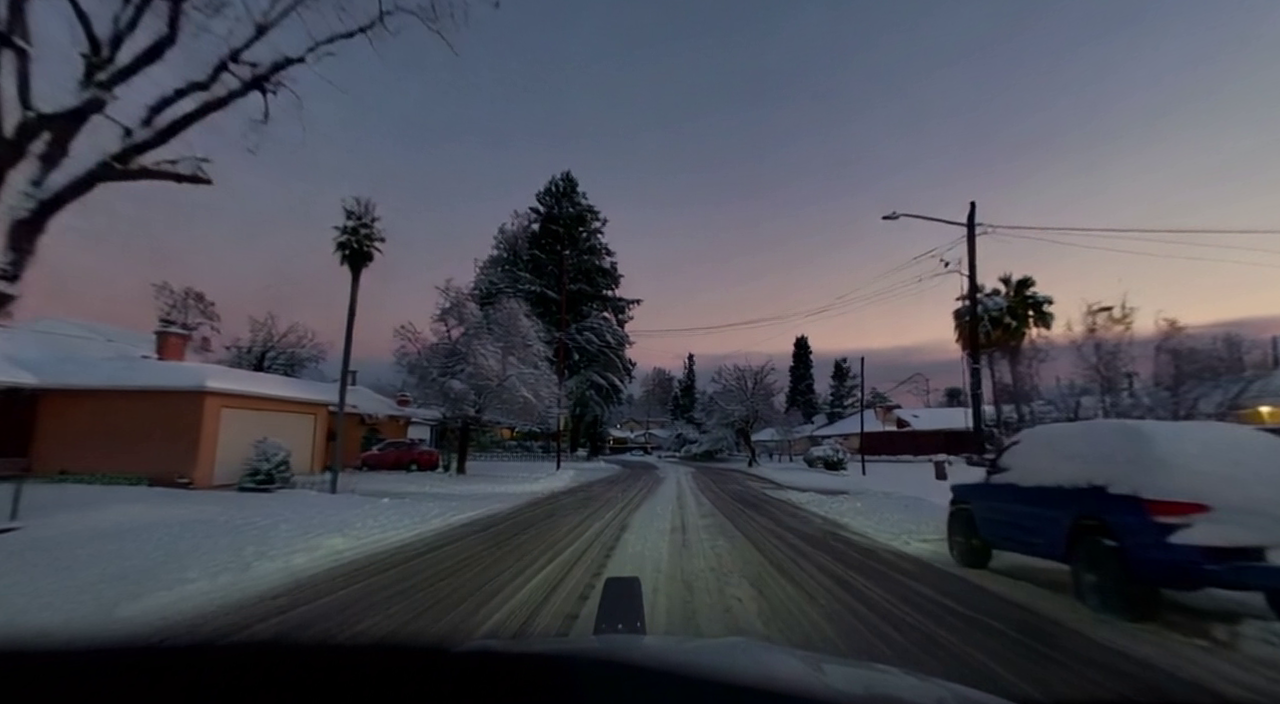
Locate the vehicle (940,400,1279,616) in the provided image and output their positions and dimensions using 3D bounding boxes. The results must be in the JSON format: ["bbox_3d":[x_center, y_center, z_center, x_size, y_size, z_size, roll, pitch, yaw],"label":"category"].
[{"bbox_3d":[6.640,1.678,7.506,5.320,1.978,2.026,2,-9,-13],"label":"vehicle"}]

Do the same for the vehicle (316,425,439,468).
[{"bbox_3d":[-13.102,4.745,31.763,5.127,1.796,2.045,3,-8,1],"label":"vehicle"}]

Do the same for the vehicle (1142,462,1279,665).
[{"bbox_3d":[6.784,1.625,5.059,4.319,1.422,1.974,2,-9,-14],"label":"vehicle"}]

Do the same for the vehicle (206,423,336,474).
[{"bbox_3d":[-13.950,3.644,24.217,1.869,1.646,4.357,3,-7,8],"label":"vehicle"}]
